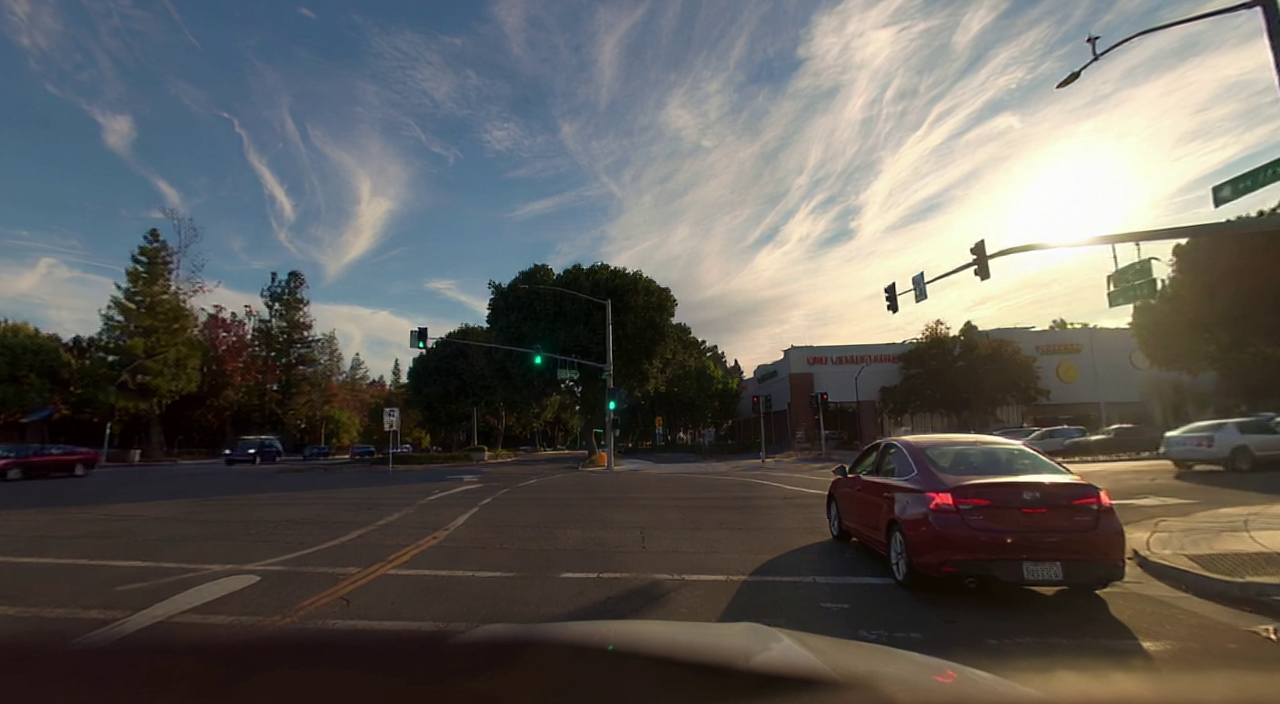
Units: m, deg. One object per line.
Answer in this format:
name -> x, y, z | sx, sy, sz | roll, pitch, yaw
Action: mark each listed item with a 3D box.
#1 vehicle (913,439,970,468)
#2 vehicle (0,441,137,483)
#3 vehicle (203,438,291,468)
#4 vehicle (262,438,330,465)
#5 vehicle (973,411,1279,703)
vehicle -> 16.974, 5.685, 35.373 | 1.930, 1.492, 4.703 | -7, -10, 36
vehicle -> -22.493, 4.218, 24.433 | 2.206, 1.447, 4.697 | 0, -8, -2
vehicle -> -27.341, 7.057, 44.233 | 2.233, 1.889, 6.305 | 0, -8, -1
vehicle -> -23.555, 6.840, 43.382 | 2.111, 1.742, 4.757 | 0, -8, -2
vehicle -> 4.110, 1.070, 3.319 | 1.940, 1.487, 4.562 | 0, -8, -5
